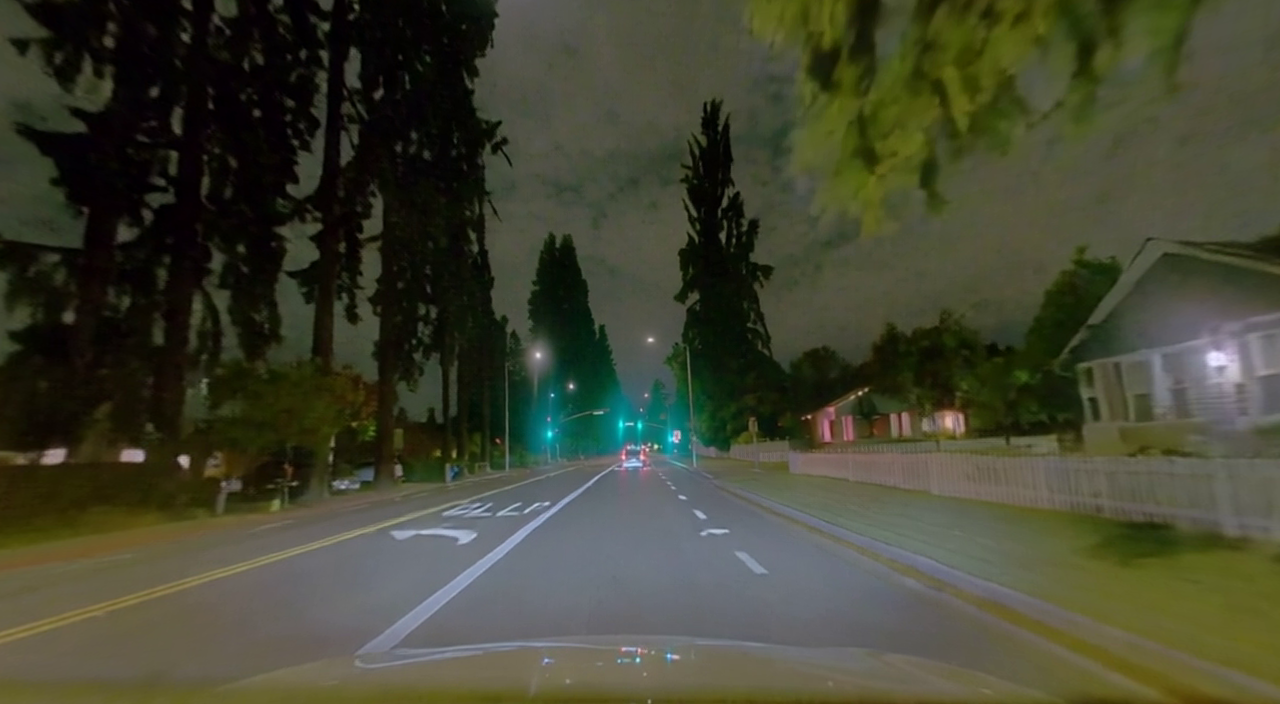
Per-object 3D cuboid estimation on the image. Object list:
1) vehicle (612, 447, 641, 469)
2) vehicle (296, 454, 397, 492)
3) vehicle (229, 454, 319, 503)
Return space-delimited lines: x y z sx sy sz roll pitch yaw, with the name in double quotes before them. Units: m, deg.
"vehicle" -0.995 7.893 47.151 2.104 1.500 3.815 0 -9 -1
"vehicle" -16.159 6.666 35.049 2.043 1.803 4.631 -12 -13 37
"vehicle" -16.671 5.720 29.157 2.378 1.922 5.801 1 -9 -18
